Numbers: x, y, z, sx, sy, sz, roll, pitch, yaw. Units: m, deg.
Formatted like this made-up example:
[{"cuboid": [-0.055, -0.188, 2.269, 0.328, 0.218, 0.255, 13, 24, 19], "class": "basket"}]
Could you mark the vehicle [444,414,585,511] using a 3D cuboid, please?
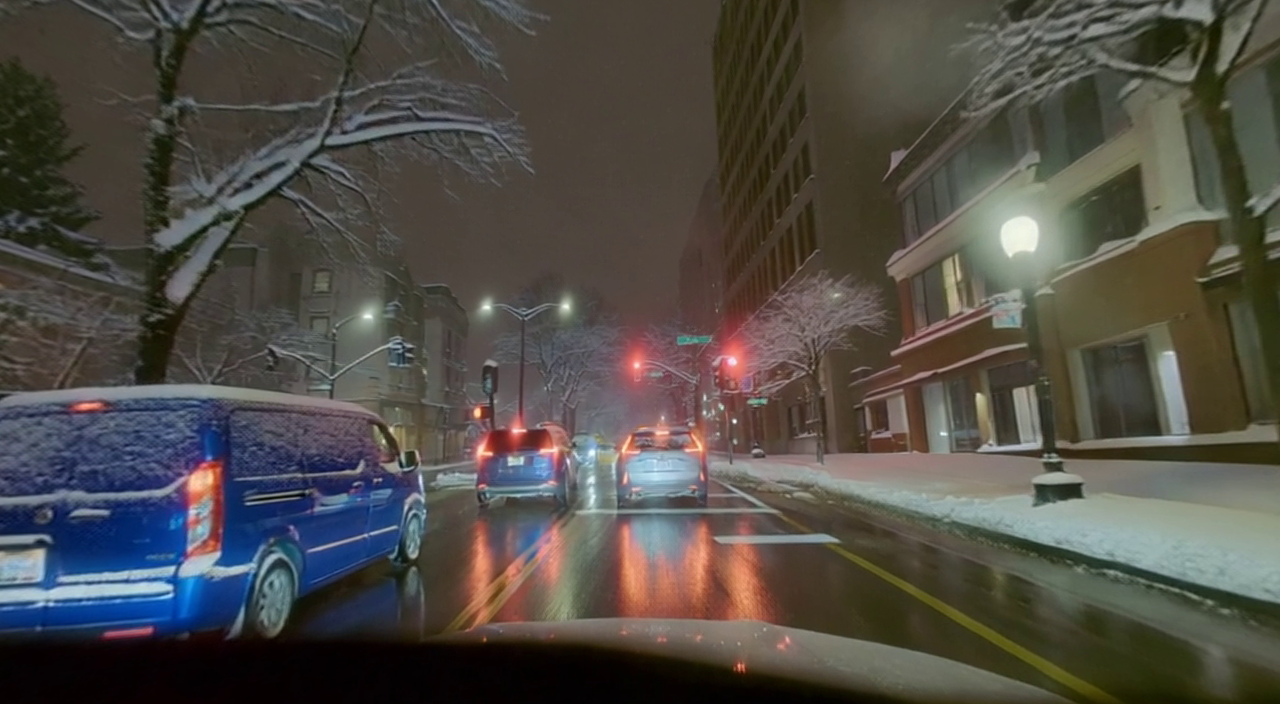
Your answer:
[{"cuboid": [-2.562, 2.407, 14.170, 2.124, 1.799, 4.587, 0, -8, 1], "class": "vehicle"}]

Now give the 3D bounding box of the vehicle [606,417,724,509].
[{"cuboid": [0.499, 2.381, 13.870, 2.205, 1.727, 3.917, 0, -8, 1], "class": "vehicle"}]

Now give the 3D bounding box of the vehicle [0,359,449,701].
[{"cuboid": [-3.132, 1.170, 5.164, 1.940, 1.722, 3.823, 0, -8, 0], "class": "vehicle"}]
